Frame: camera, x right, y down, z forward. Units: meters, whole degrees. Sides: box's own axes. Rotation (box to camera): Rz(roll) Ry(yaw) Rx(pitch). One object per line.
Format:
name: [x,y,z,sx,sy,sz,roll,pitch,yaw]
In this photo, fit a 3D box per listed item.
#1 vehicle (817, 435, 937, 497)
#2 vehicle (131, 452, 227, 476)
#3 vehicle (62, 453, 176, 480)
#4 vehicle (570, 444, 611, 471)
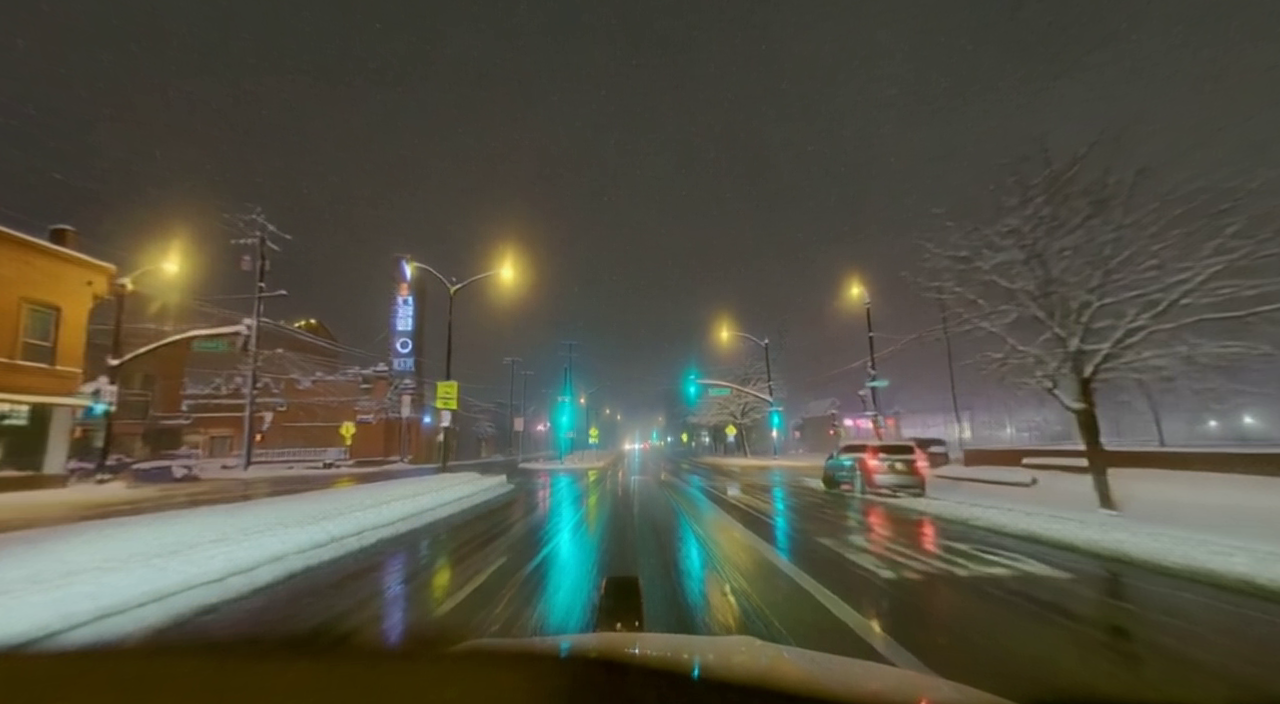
vehicle: [7.234,3.509,19.804,1.950,1.686,4.509,1,-9,-1]
vehicle: [-29.482,7.173,40.297,4.644,1.428,1.814,0,-8,-1]
vehicle: [-30.219,6.639,36.643,4.686,1.463,2.065,1,-9,-3]
vehicle: [-2.851,6.217,37.246,2.078,1.471,4.217,0,-9,0]
